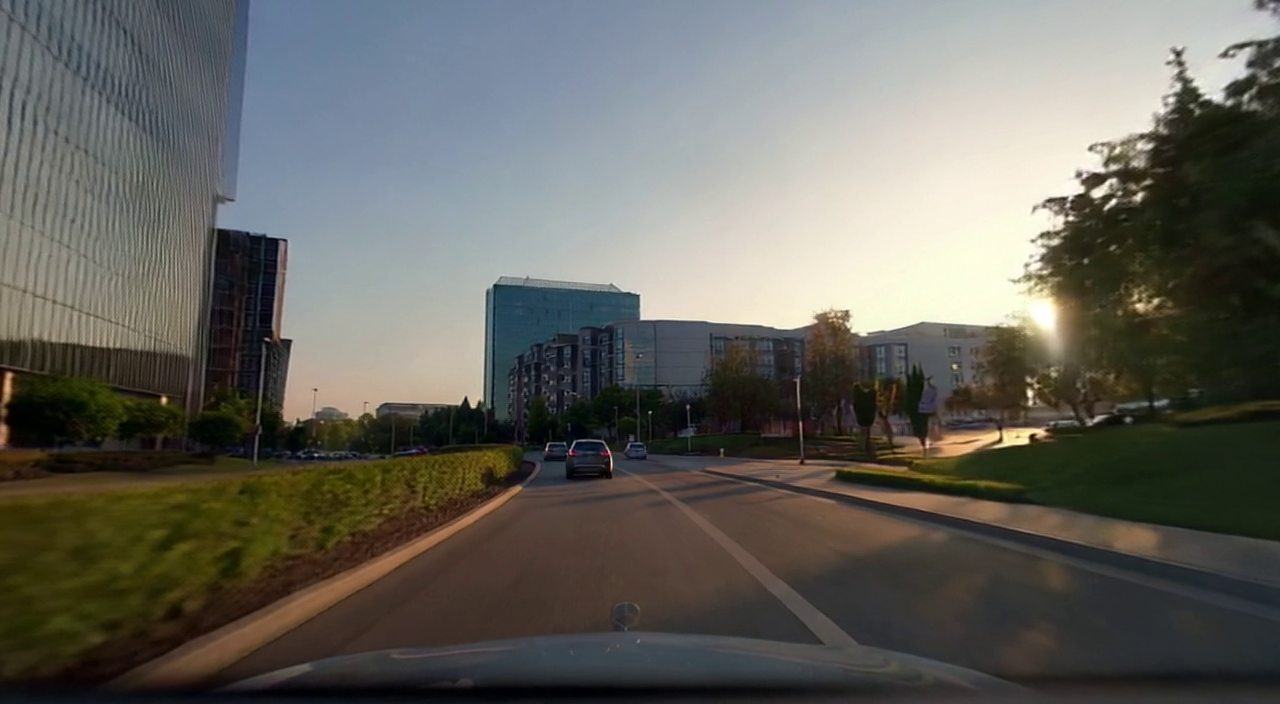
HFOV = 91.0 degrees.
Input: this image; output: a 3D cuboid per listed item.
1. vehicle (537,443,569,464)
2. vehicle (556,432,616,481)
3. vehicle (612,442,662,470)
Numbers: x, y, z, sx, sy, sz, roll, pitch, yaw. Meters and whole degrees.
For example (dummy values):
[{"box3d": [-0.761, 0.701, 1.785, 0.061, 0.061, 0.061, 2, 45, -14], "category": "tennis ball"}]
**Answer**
[{"box3d": [-6.803, 7.838, 48.739, 2.029, 1.515, 4.494, 2, -9, -13], "category": "vehicle"}, {"box3d": [-2.211, 4.147, 25.276, 2.173, 1.761, 4.374, 1, -9, -6], "category": "vehicle"}, {"box3d": [-0.259, 5.933, 36.152, 2.116, 1.506, 4.355, 2, -9, -10], "category": "vehicle"}]
